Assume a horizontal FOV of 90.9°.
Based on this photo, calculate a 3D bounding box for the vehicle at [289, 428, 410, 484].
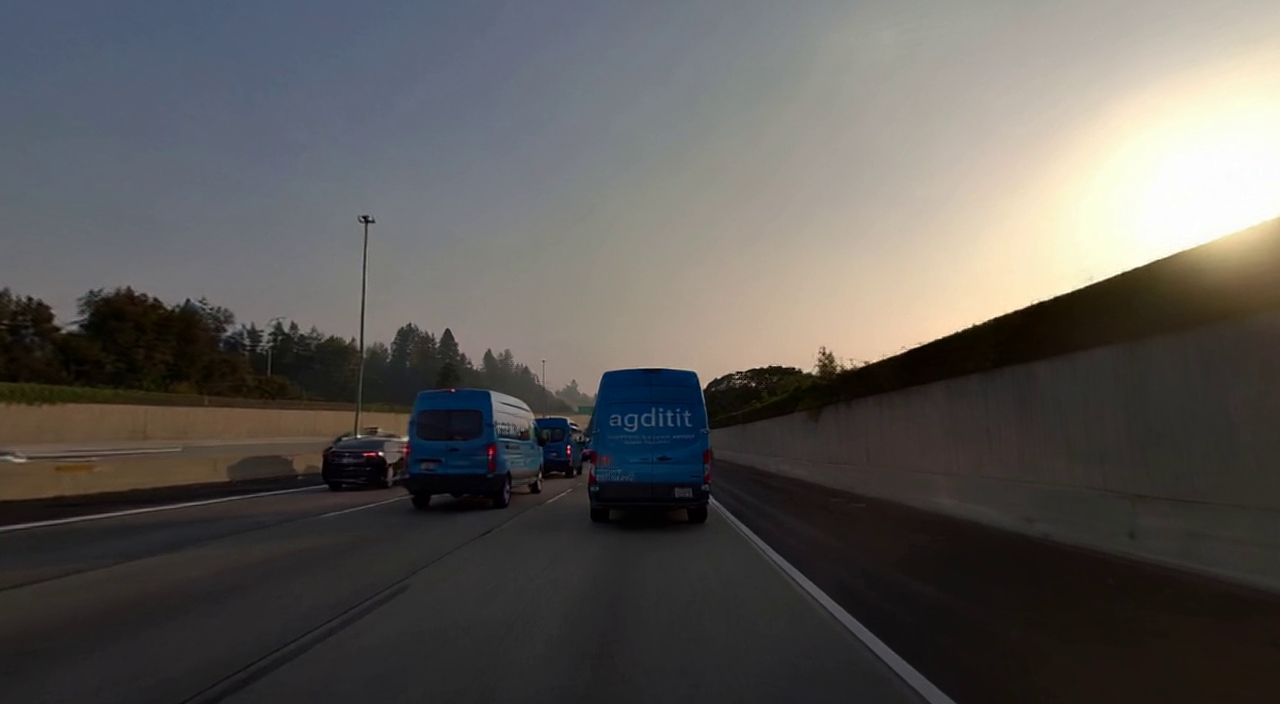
[{"bbox_3d":[-10.741,3.884,23.821,2.061,1.846,4.852,0,-8,3],"label":"vehicle"}]

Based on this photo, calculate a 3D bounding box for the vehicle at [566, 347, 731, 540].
[{"bbox_3d":[0.153,1.758,12.242,2.316,2.738,6.398,0,-8,1],"label":"vehicle"}]

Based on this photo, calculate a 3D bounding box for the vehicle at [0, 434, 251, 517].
[{"bbox_3d":[-11.055,2.629,14.015,1.839,1.524,4.449,0,-8,2],"label":"vehicle"}]

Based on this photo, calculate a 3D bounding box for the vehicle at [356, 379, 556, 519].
[{"bbox_3d":[-3.582,2.086,13.812,2.729,2.439,5.418,0,-8,0],"label":"vehicle"}]
